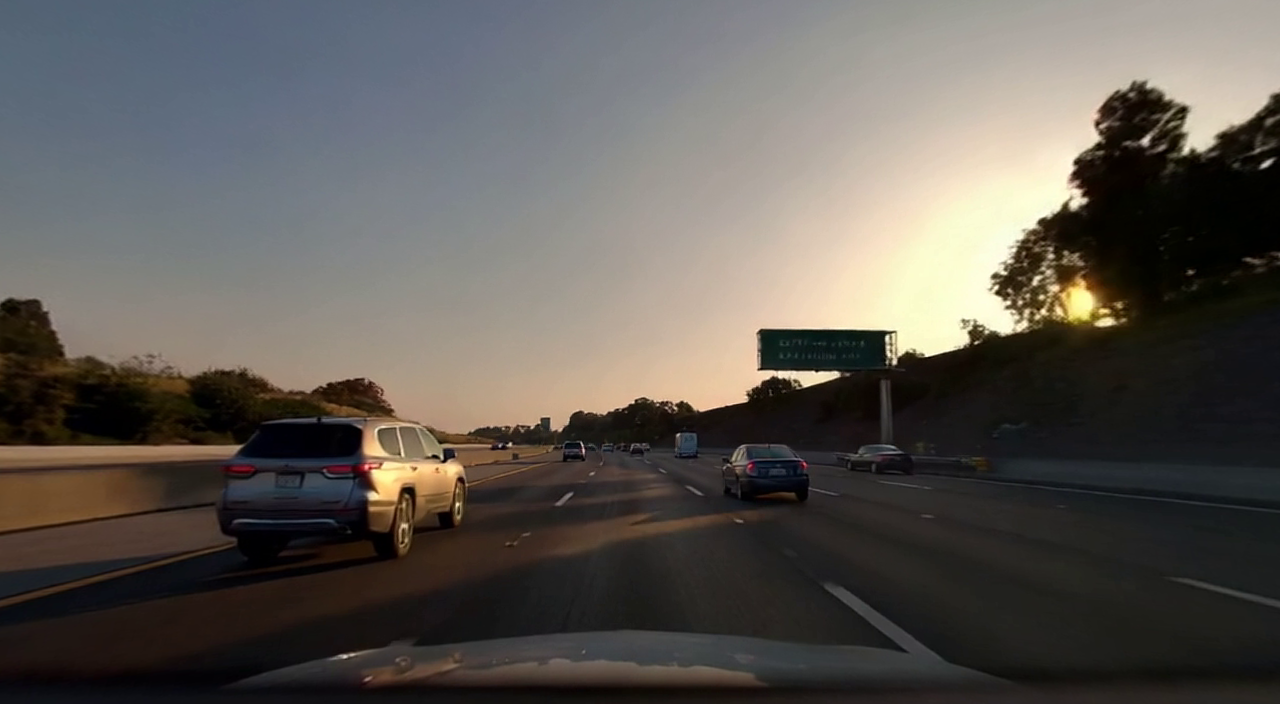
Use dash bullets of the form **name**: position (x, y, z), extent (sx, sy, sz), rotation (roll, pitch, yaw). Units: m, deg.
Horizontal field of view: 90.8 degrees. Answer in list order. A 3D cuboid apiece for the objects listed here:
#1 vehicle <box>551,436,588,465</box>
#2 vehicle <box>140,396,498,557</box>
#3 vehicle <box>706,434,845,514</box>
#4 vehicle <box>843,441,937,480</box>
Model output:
- **vehicle**: position (-4.779, 6.753, 43.394), extent (2.149, 1.843, 4.348), rotation (0, -8, -1)
- **vehicle**: position (-4.375, 1.863, 10.260), extent (2.684, 1.839, 5.803), rotation (0, -8, 1)
- **vehicle**: position (2.832, 2.667, 14.375), extent (2.053, 1.510, 4.400), rotation (0, -8, -2)
- **vehicle**: position (10.465, 4.548, 26.826), extent (2.105, 1.496, 4.393), rotation (0, -8, -1)
